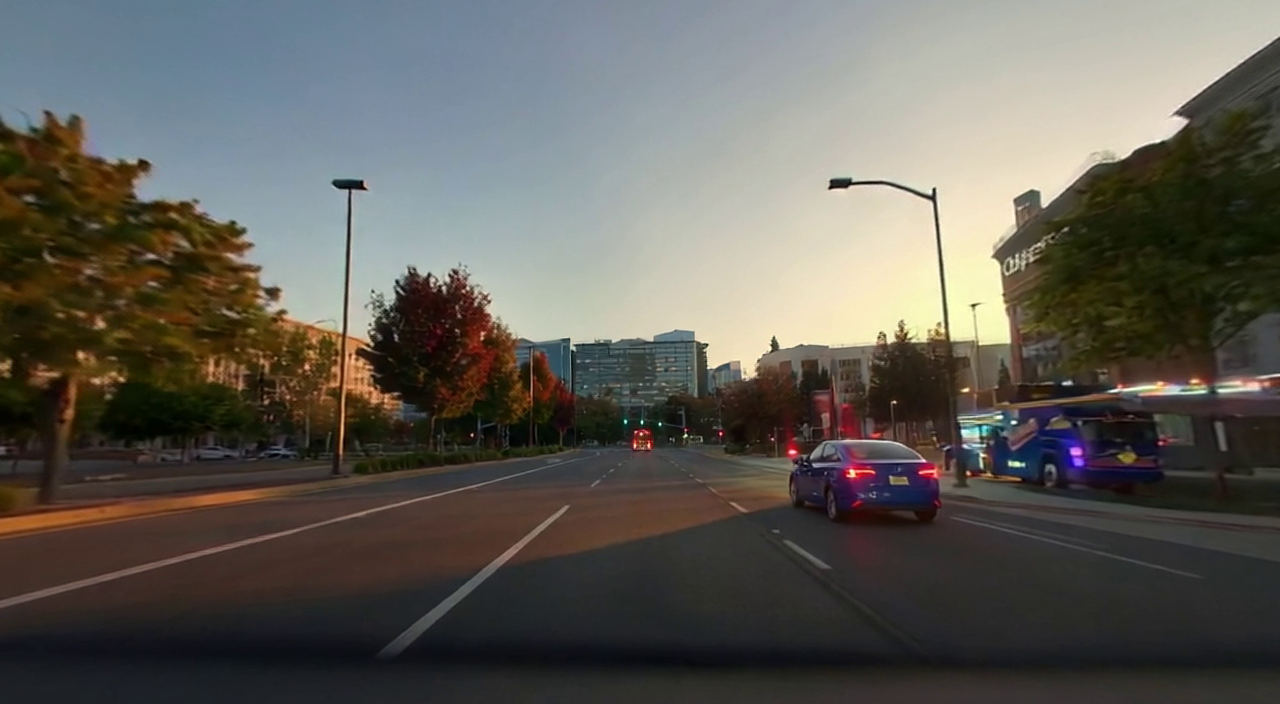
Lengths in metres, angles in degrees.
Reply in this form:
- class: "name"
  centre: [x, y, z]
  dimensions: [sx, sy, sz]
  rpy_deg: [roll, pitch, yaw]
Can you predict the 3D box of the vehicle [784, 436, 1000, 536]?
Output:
- class: "vehicle"
  centre: [4.227, 2.302, 11.585]
  dimensions: [2.005, 1.442, 4.675]
  rpy_deg: [0, -8, 0]
